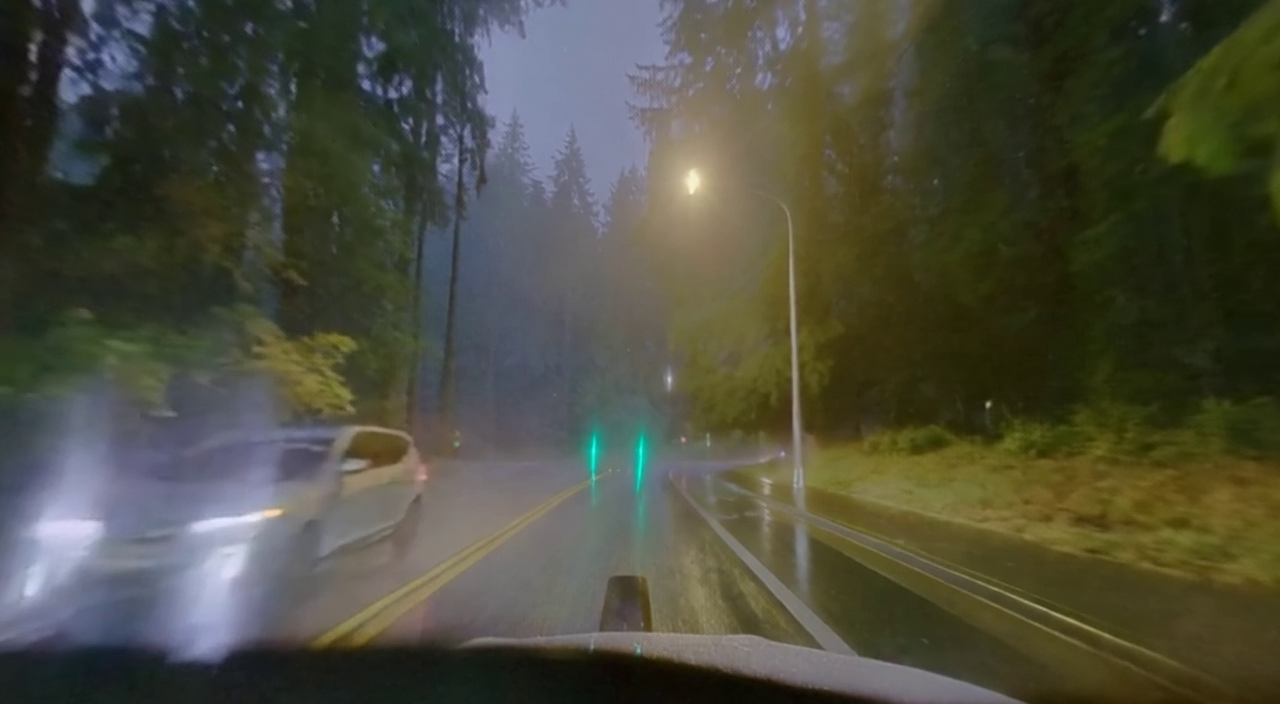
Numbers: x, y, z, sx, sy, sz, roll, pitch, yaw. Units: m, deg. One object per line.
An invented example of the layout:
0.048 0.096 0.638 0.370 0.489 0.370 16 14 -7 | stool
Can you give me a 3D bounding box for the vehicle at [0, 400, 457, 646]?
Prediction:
-3.974 1.578 6.949 2.390 1.721 4.863 0 -9 1 | vehicle
